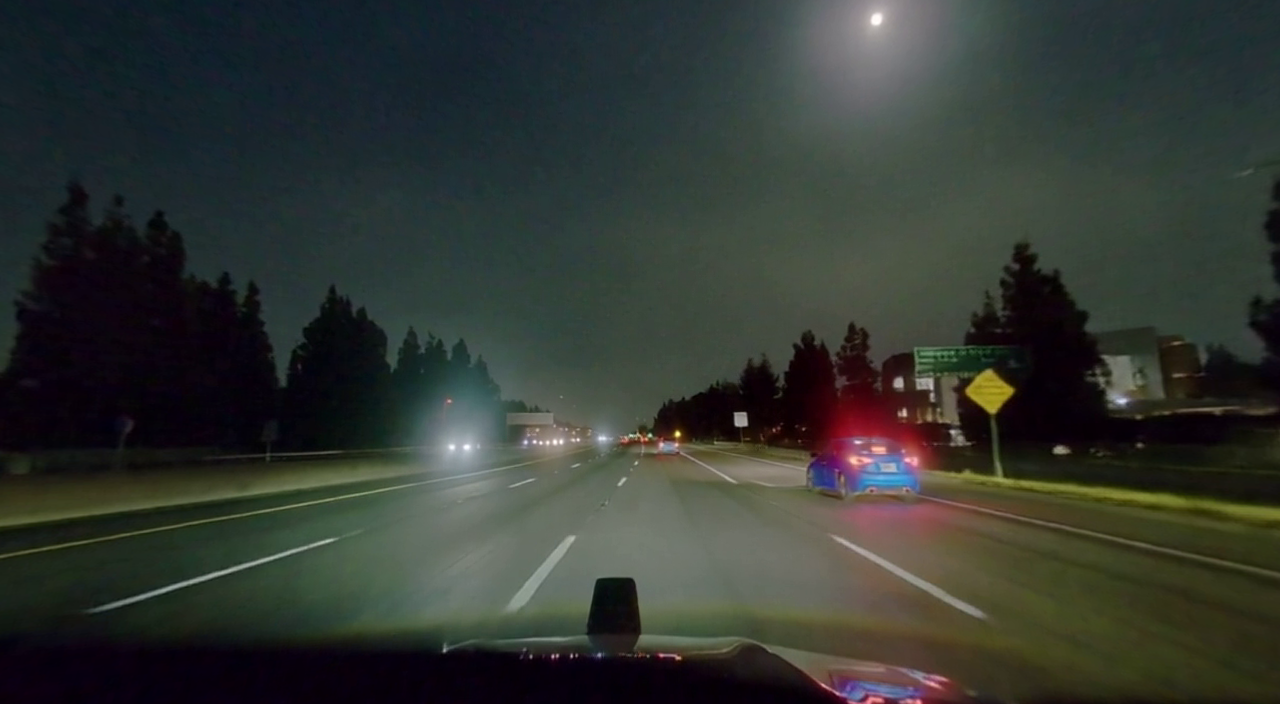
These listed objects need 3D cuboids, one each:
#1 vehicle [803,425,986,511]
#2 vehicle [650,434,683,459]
[{"bbox_3d":[5.137,2.426,13.633,2.029,1.528,4.644,0,-9,0],"label":"vehicle"},{"bbox_3d":[1.774,6.568,43.896,2.127,1.692,4.382,0,-9,0],"label":"vehicle"}]
